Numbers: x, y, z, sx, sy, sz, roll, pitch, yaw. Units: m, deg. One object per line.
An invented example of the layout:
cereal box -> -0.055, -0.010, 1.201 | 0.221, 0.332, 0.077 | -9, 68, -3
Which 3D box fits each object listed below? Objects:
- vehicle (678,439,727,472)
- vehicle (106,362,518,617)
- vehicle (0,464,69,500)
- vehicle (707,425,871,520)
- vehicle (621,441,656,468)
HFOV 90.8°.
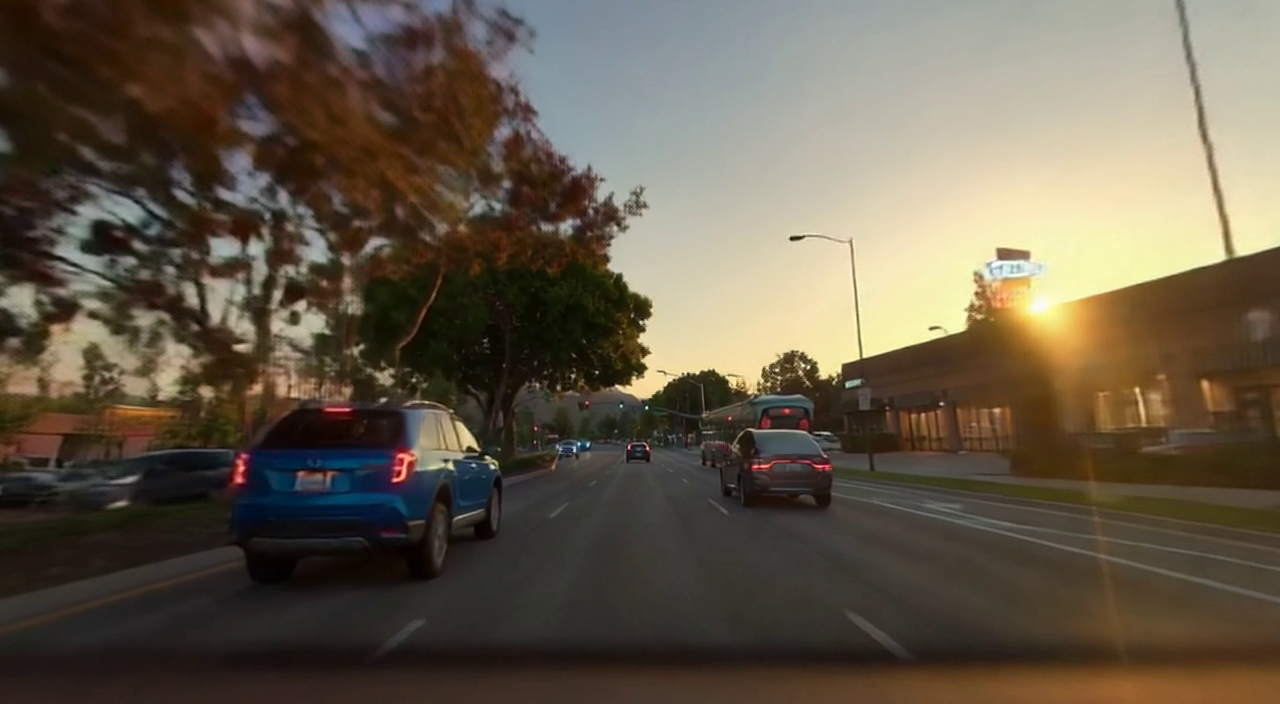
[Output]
vehicle -> 2.975, 5.031, 30.835 | 1.842, 1.480, 4.155 | 0, -9, -2
vehicle -> -3.146, 1.495, 7.826 | 2.368, 2.037, 5.319 | 0, -9, -2
vehicle -> -28.523, 5.831, 28.167 | 4.175, 1.458, 1.981 | -3, -9, 1
vehicle -> 2.794, 2.424, 13.220 | 2.174, 1.596, 4.779 | 0, -9, -1
vehicle -> -0.146, 6.116, 37.857 | 2.008, 1.464, 4.052 | 0, -9, -1
